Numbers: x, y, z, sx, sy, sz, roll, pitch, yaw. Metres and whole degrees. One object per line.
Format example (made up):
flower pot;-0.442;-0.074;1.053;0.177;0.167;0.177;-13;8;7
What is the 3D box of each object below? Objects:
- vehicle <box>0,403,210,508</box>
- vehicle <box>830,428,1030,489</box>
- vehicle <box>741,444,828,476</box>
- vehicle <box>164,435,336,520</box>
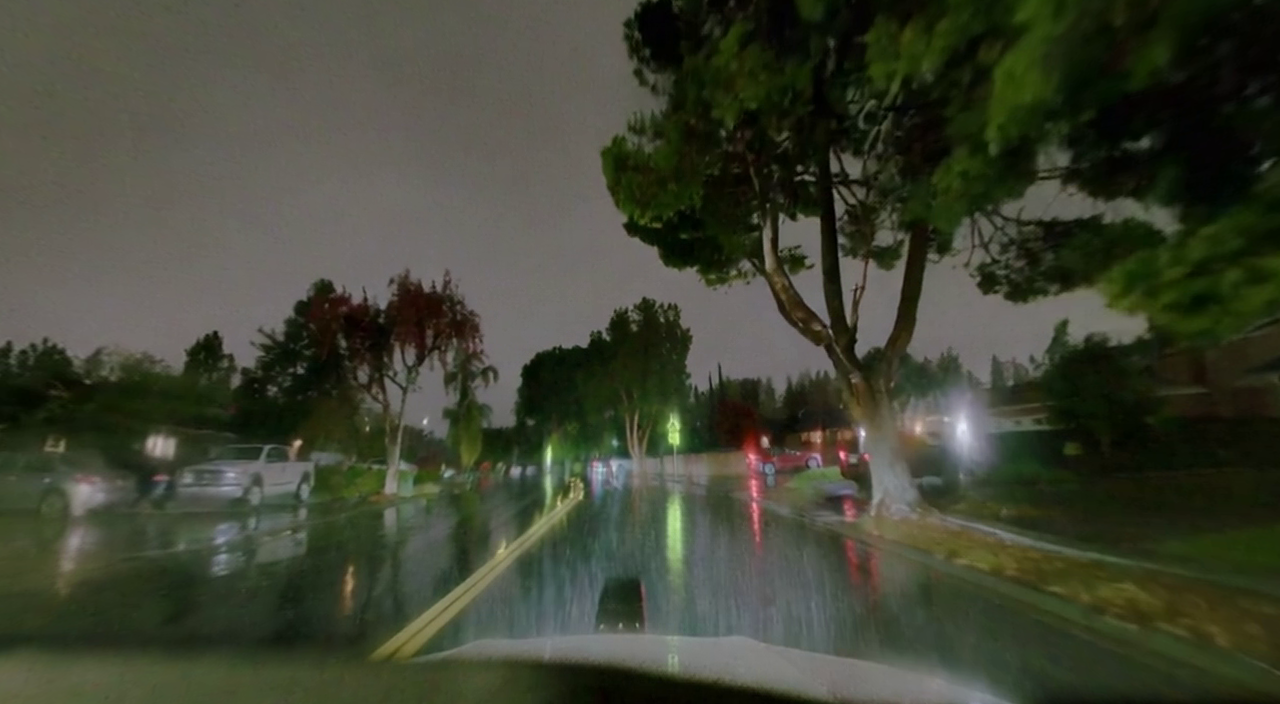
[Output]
vehicle;-14.171;2.484;15.204;5.662;2.292;2.422;1;-10;-14
vehicle;9.266;3.363;20.238;5.751;1.733;2.138;2;-9;-17
vehicle;8.065;6.023;35.381;4.284;1.522;1.893;0;-8;-19
vehicle;-10.283;3.292;17.221;2.073;1.899;4.869;0;-9;-7
